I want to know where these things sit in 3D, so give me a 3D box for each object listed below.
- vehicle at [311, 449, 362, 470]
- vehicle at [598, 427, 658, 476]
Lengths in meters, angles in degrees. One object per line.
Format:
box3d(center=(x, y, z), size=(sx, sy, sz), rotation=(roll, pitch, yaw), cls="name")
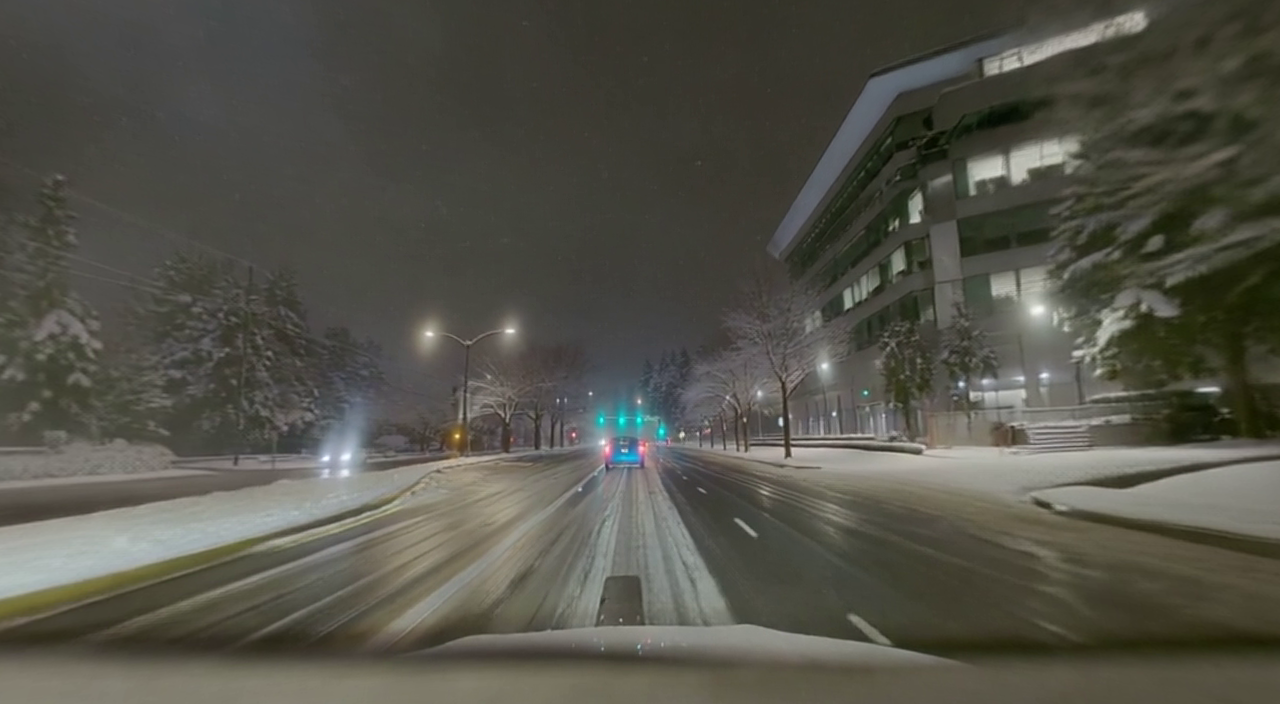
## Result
box3d(center=(-23.649, 8.329, 49.342), size=(1.867, 1.469, 4.243), rotation=(-2, -9, 0), cls="vehicle")
box3d(center=(-0.475, 4.160, 26.642), size=(2.313, 1.860, 4.319), rotation=(0, -9, -1), cls="vehicle")
